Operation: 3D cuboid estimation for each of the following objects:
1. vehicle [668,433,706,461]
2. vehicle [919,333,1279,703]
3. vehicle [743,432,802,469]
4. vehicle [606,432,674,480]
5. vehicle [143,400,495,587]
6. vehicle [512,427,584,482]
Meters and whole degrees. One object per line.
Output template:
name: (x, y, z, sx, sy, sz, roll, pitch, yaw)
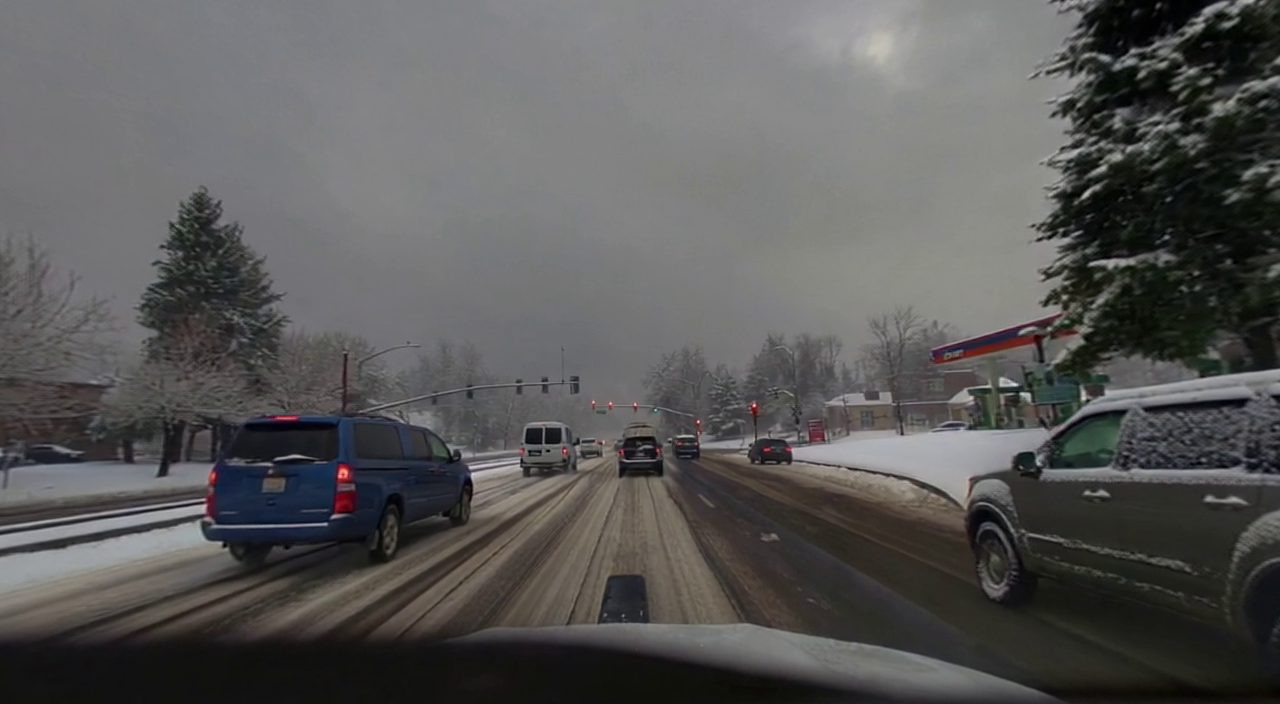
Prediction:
vehicle: (3.255, 6.721, 44.411, 2.193, 1.795, 5.130, 0, -8, -1)
vehicle: (3.654, 0.972, 3.526, 2.055, 1.786, 4.817, 0, -8, 2)
vehicle: (6.563, 4.939, 31.561, 2.119, 1.696, 4.623, 0, -8, 2)
vehicle: (0.008, 4.152, 25.318, 2.426, 1.703, 5.602, 0, -8, 0)
vehicle: (-3.632, 1.713, 8.563, 2.002, 1.747, 5.173, 0, -8, 1)
vehicle: (-3.498, 4.004, 24.820, 2.025, 1.936, 4.995, 0, -8, 1)
